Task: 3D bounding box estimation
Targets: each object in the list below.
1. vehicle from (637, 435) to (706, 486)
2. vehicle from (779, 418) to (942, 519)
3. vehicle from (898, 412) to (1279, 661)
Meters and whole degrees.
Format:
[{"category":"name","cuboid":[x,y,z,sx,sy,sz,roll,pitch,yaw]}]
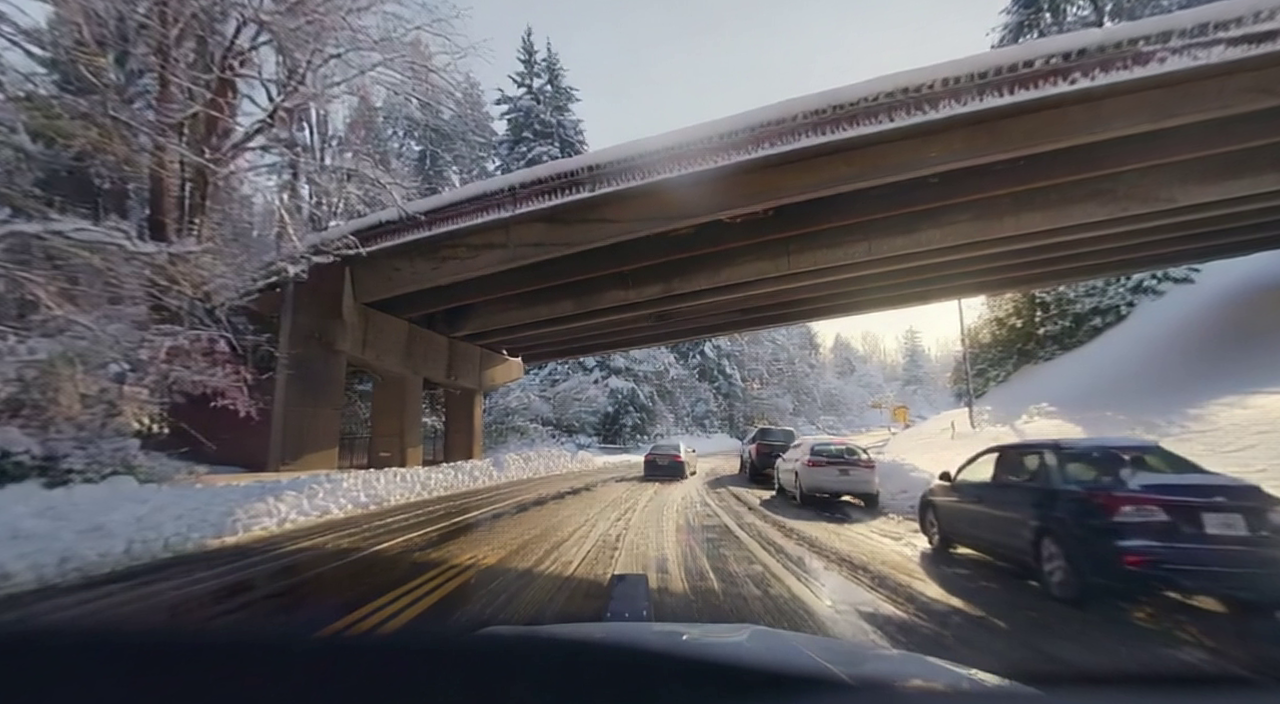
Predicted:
[{"category":"vehicle","cuboid":[1.123,3.562,21.068,2.078,1.506,4.058,-1,-8,5]},{"category":"vehicle","cuboid":[4.340,2.357,13.273,1.947,1.745,4.452,0,-8,2]},{"category":"vehicle","cuboid":[4.132,1.410,5.832,1.911,1.525,3.755,0,-8,1]}]
